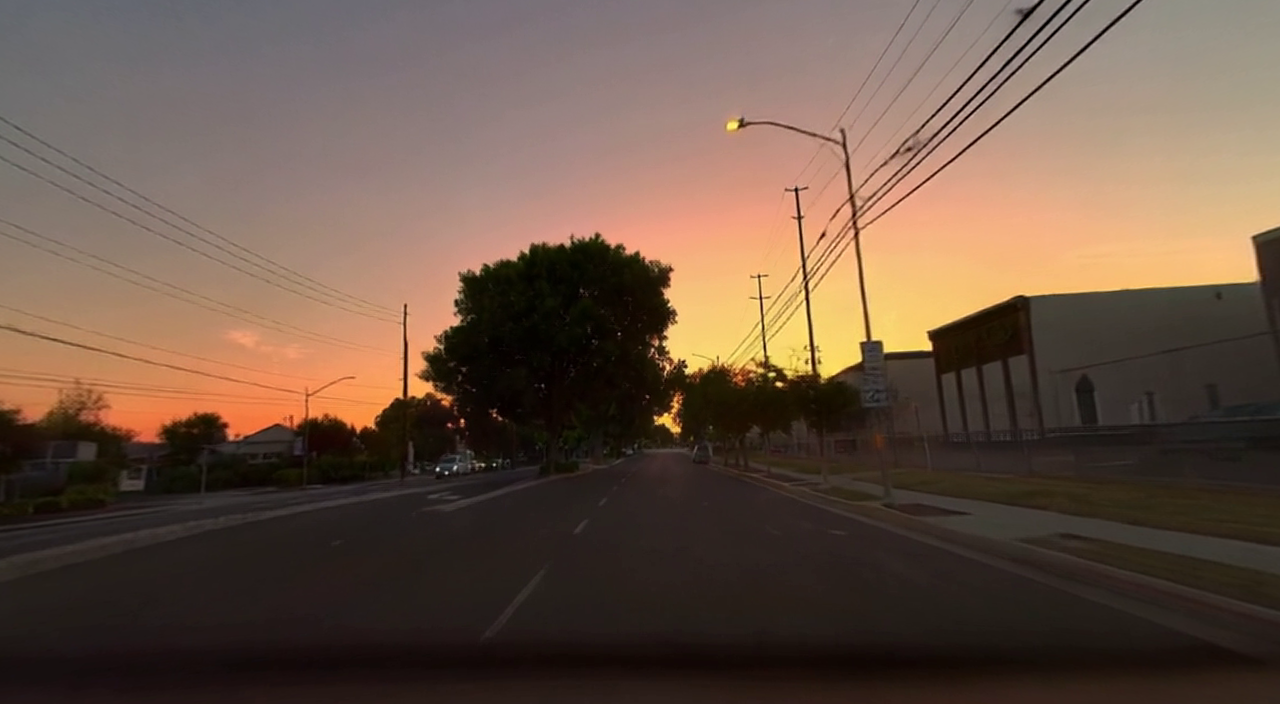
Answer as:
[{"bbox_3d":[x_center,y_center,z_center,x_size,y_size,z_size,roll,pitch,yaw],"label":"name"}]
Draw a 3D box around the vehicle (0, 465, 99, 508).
[{"bbox_3d":[-32.023,7.115,33.324,4.902,1.635,2.098,-6,-8,-15],"label":"vehicle"}]
